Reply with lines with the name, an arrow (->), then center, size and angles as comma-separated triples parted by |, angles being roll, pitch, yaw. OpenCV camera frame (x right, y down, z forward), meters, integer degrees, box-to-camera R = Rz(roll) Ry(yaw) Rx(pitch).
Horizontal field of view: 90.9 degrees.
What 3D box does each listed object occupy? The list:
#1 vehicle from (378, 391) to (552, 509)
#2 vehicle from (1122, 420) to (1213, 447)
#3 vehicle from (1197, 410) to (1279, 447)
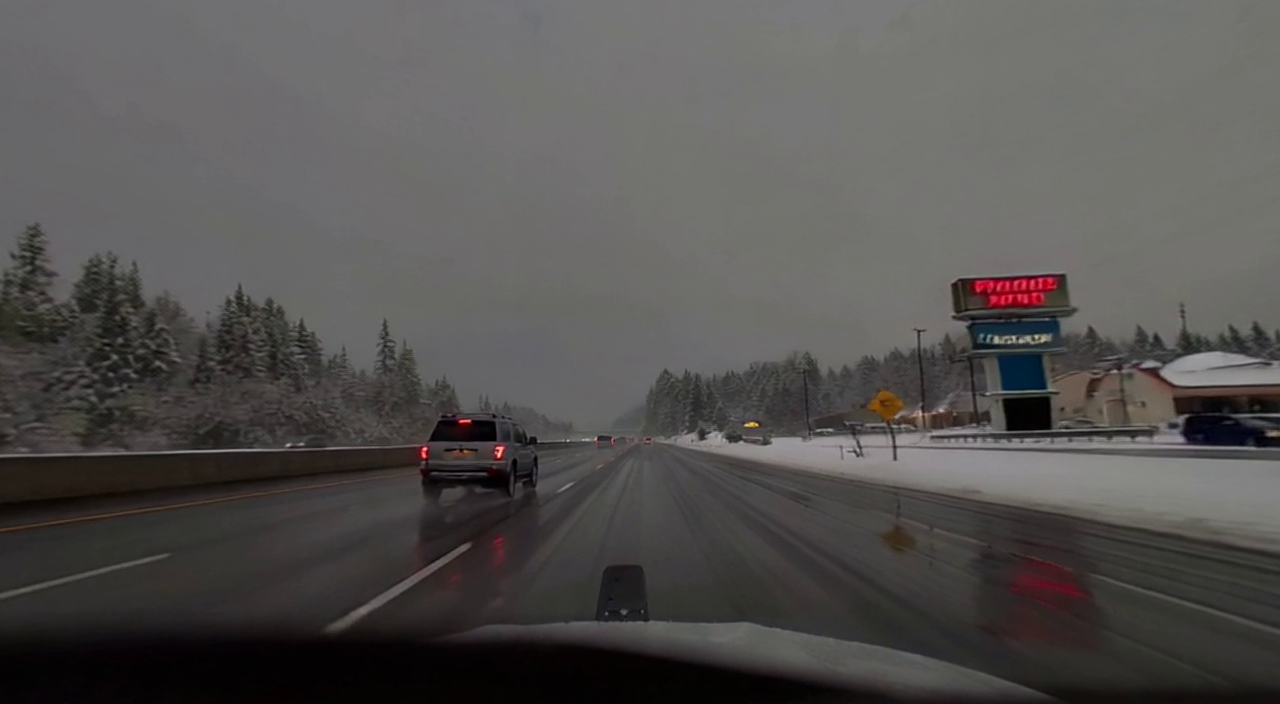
vehicle -> -3.699, 2.256, 14.819 | 2.352, 2.209, 5.802 | 0, -8, 1
vehicle -> 34.459, 5.349, 41.236 | 4.460, 1.688, 2.039 | 1, -8, -11
vehicle -> 35.217, 4.384, 35.789 | 5.502, 2.016, 2.220 | 1, -8, -10
